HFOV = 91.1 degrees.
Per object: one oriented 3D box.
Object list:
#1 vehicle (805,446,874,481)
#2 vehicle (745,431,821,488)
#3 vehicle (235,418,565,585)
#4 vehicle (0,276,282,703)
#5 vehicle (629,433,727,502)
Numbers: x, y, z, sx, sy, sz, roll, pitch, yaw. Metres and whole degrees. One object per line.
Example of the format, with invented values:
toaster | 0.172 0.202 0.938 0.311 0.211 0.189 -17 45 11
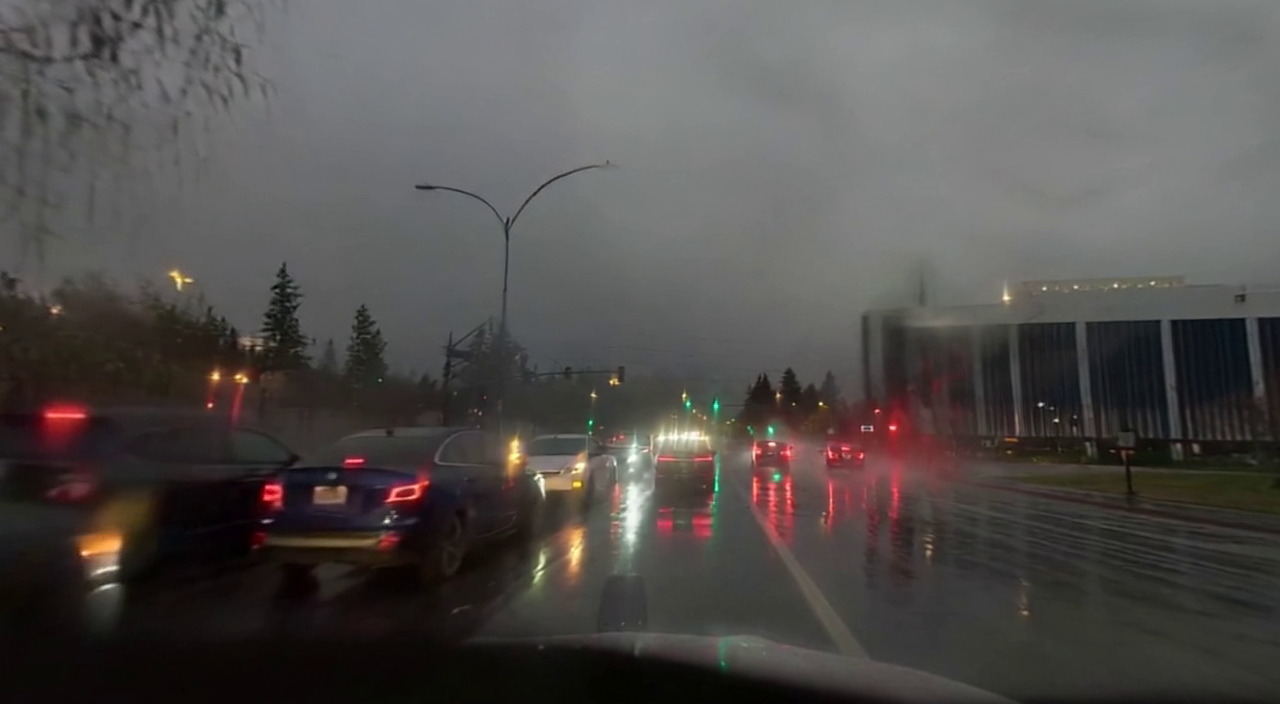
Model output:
vehicle | 9.359 5.250 29.859 2.120 1.497 4.323 0 -8 4
vehicle | 5.005 3.837 22.708 2.102 1.815 4.716 -1 -9 6
vehicle | -2.554 1.719 8.159 2.068 1.525 4.452 -1 -9 8
vehicle | -3.347 0.535 1.263 2.142 1.834 4.588 -1 -9 7
vehicle | 1.105 2.983 16.716 2.205 1.537 4.895 -1 -8 6
